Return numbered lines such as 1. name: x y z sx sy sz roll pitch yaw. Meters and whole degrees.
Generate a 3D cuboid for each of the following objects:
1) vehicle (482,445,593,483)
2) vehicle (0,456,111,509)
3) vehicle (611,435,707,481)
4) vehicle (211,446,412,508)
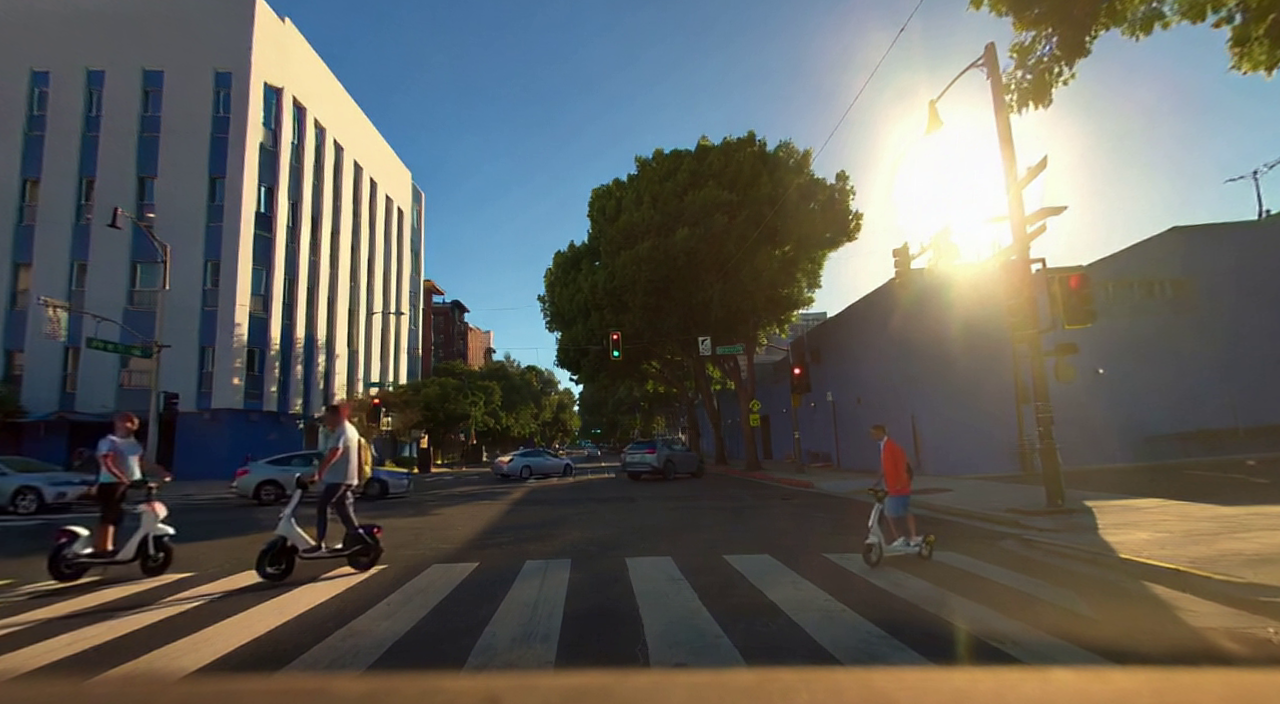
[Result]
1. vehicle: -4.296 4.745 27.166 2.075 1.463 4.485 -7 -11 38
2. vehicle: -19.397 3.915 19.170 4.730 1.453 2.068 0 -8 -3
3. vehicle: 0.909 4.372 26.360 2.122 1.724 4.802 -5 -10 27
4. vehicle: -8.787 3.351 17.416 4.576 1.496 2.042 2 -9 -18
